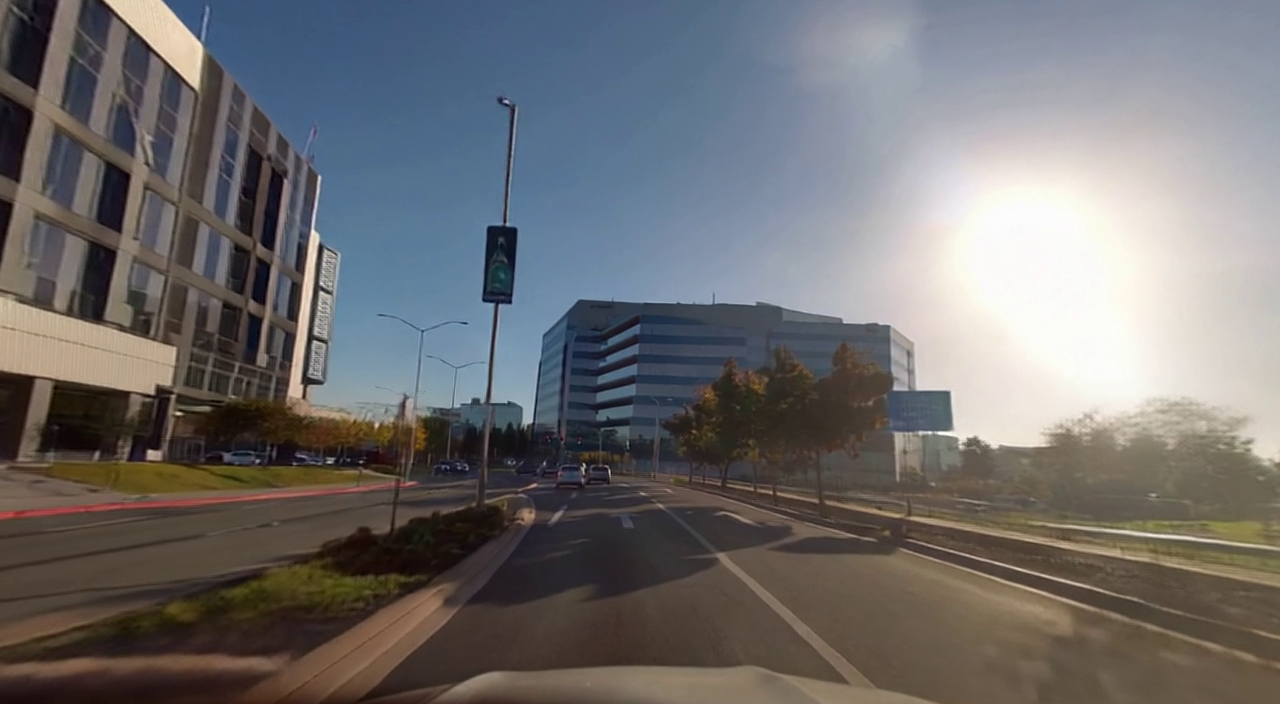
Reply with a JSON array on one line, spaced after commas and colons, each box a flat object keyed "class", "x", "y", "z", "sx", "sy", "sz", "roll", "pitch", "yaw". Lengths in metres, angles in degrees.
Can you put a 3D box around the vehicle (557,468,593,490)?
[{"class": "vehicle", "x": -3.841, "y": 7.417, "z": 36.708, "sx": 1.775, "sy": 1.186, "sz": 2.933, "roll": 3, "pitch": -11, "yaw": -12}]
